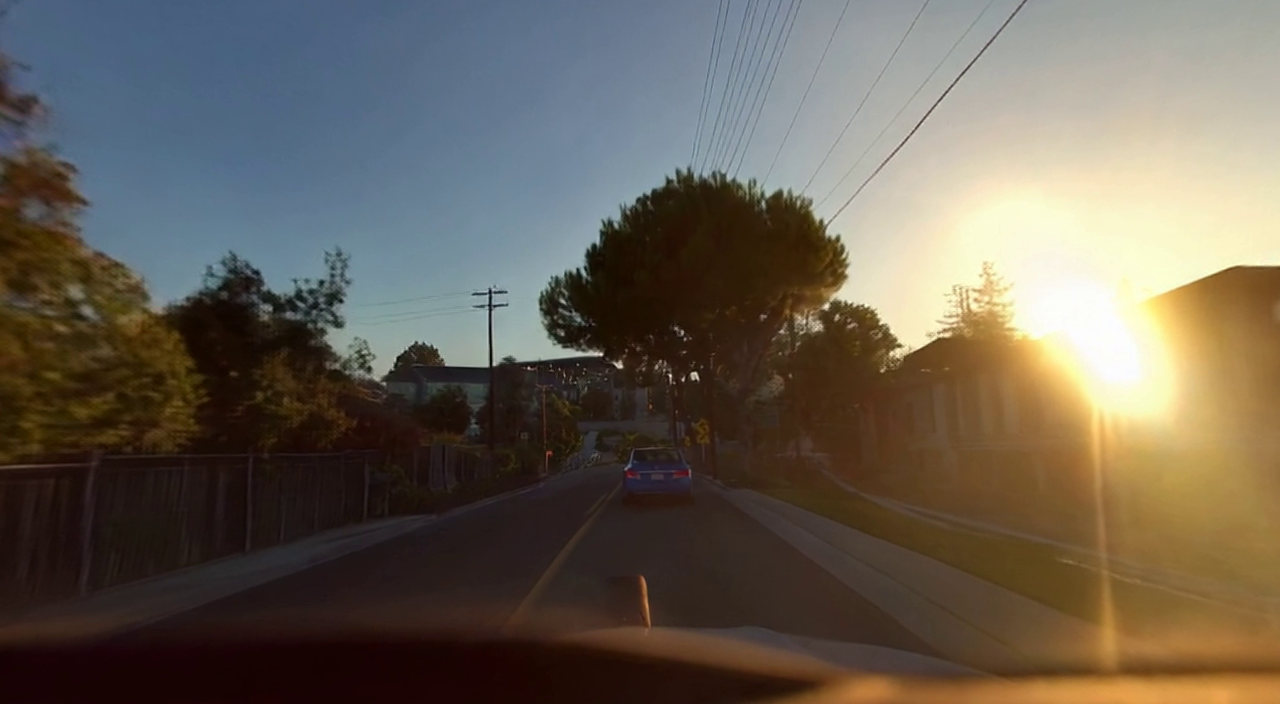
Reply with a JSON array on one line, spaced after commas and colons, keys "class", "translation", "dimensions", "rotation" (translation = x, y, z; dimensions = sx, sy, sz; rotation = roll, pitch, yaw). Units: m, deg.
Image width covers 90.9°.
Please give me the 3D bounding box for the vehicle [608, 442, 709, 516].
[{"class": "vehicle", "translation": [0.379, 2.886, 14.921], "dimensions": [2.060, 1.487, 3.920], "rotation": [0, -8, 0]}]
